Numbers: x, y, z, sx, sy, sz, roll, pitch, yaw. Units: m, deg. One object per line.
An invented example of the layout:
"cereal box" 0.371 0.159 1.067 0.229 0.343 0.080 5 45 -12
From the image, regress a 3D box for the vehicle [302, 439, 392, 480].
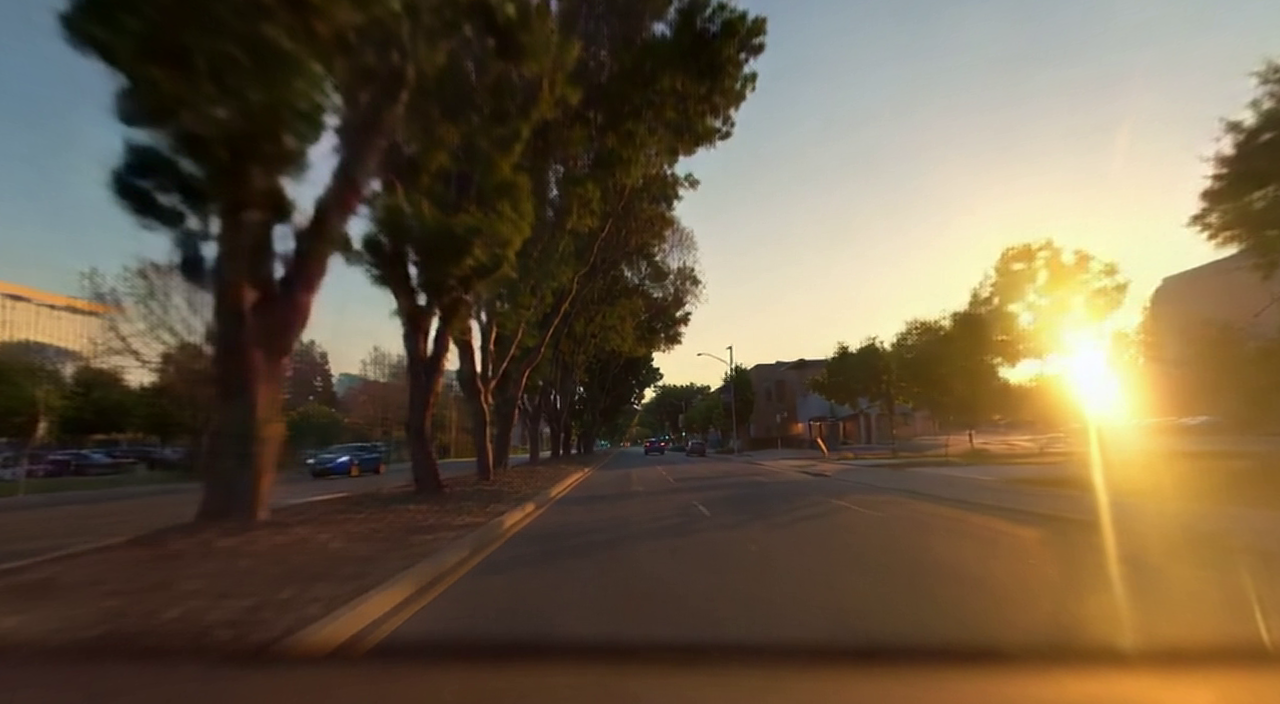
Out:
"vehicle" -15.377 5.631 33.546 2.141 1.942 5.474 0 -8 0
